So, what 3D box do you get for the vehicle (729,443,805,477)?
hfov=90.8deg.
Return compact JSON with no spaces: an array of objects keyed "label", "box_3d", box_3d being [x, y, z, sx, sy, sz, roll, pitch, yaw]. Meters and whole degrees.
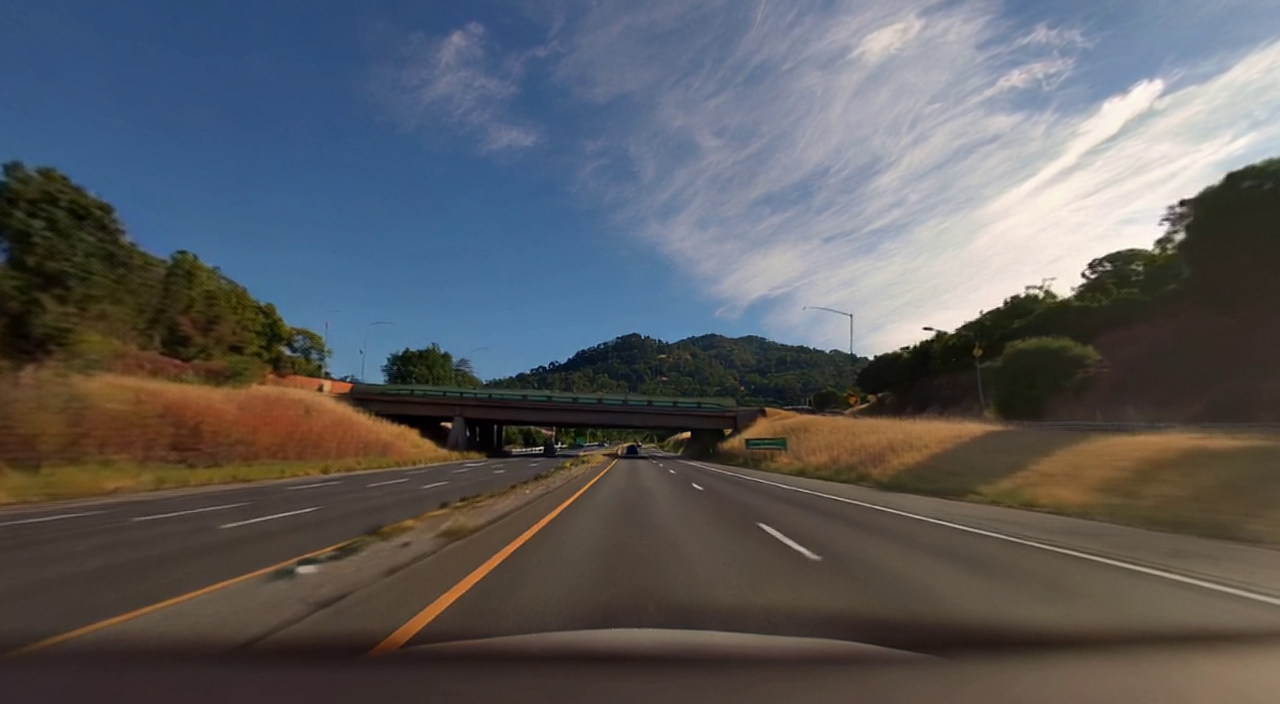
[{"label":"vehicle","box_3d":[6.828,5.914,34.963,2.406,1.702,6.765,1,-9,-4]}]
